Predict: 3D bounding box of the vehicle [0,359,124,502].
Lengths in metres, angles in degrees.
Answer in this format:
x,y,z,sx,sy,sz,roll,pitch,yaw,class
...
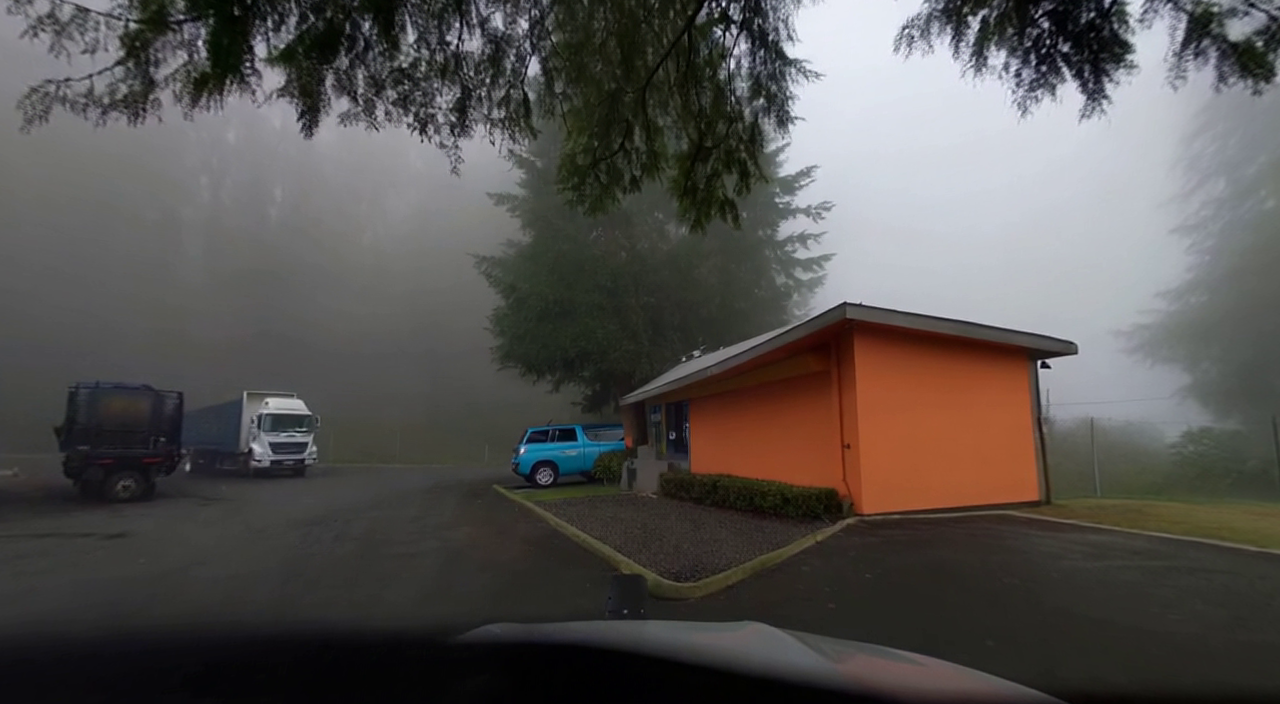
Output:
x,y,z,sx,sy,sz,roll,pitch,yaw,class
-22.022,2.755,21.063,11.512,3.871,3.038,-5,-10,29,vehicle

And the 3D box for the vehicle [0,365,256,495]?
x,y,z,sx,sy,sz,roll,pitch,yaw,class
-19.779,3.088,23.905,11.906,4.069,2.948,-5,-10,28,vehicle

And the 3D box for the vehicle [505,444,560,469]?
x,y,z,sx,sy,sz,roll,pitch,yaw,class
-6.776,6.660,40.190,1.809,1.506,3.473,-4,-10,24,vehicle
